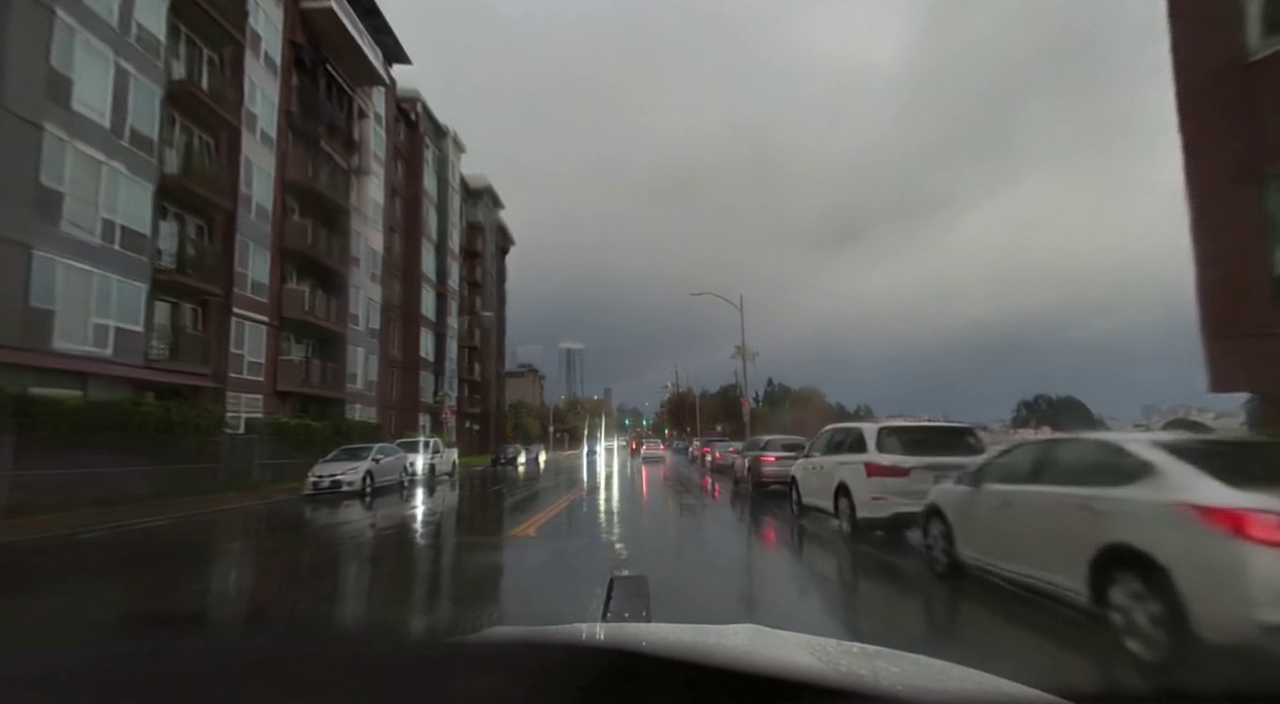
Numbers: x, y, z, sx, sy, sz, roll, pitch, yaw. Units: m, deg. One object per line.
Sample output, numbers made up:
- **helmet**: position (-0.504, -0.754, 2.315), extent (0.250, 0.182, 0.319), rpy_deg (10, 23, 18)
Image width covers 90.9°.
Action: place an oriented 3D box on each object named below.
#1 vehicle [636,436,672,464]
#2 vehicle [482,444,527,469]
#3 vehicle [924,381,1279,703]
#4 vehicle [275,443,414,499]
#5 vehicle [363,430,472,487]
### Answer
- **vehicle**: position (0.895, 6.460, 41.555), extent (2.261, 1.740, 4.065), rpy_deg (0, -8, 0)
- **vehicle**: position (-8.803, 6.821, 41.331), extent (2.021, 1.474, 4.337), rpy_deg (0, -8, -1)
- **vehicle**: position (3.778, 1.164, 4.523), extent (1.946, 1.607, 3.082), rpy_deg (0, -8, -1)
- **vehicle**: position (-9.206, 3.722, 20.171), extent (2.089, 1.549, 4.597), rpy_deg (-1, -8, 2)
- **vehicle**: position (-8.962, 4.339, 26.071), extent (2.457, 2.048, 5.461), rpy_deg (0, -8, 0)
